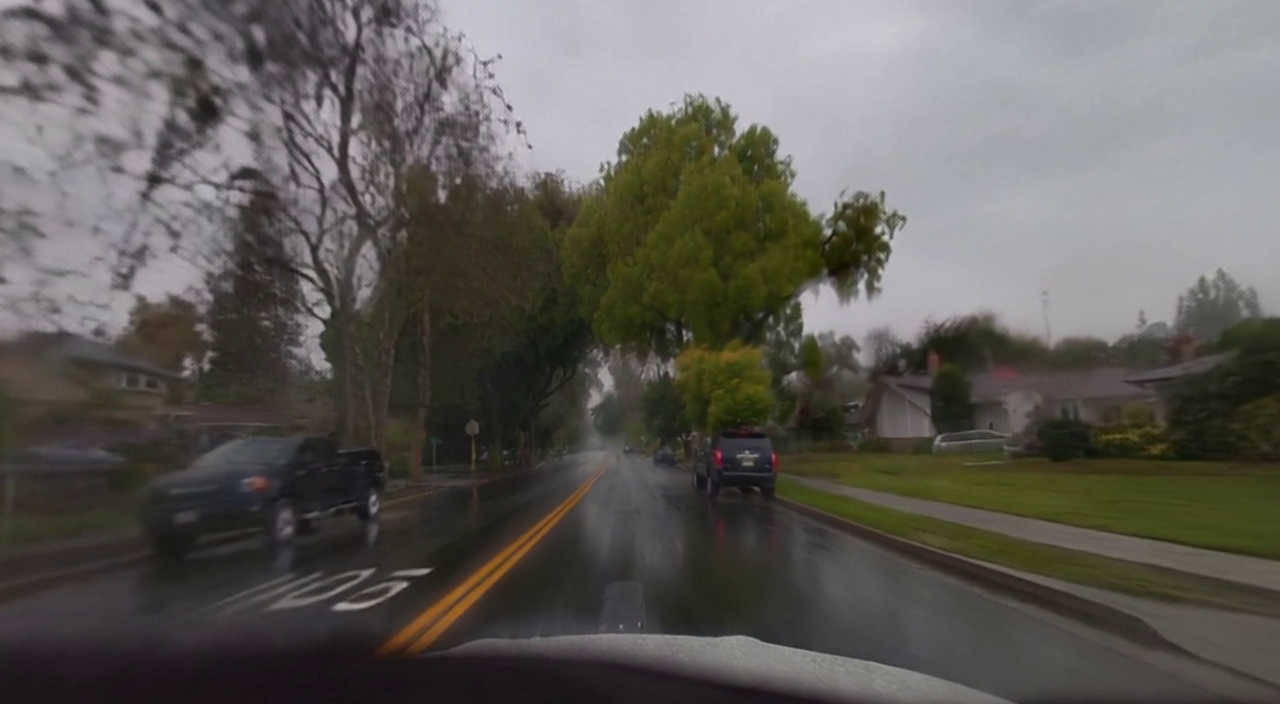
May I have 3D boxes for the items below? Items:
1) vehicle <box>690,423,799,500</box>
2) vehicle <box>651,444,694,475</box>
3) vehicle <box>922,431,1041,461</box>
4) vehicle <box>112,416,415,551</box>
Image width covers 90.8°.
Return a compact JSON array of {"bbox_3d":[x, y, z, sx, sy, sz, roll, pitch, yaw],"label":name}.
[{"bbox_3d":[2.532,2.794,16.511,2.007,1.702,4.430,0,-8,-1],"label":"vehicle"},{"bbox_3d":[1.756,6.041,35.728,1.988,1.618,4.567,0,-8,-3],"label":"vehicle"},{"bbox_3d":[16.243,4.482,30.213,4.560,1.350,1.882,-1,-8,3],"label":"vehicle"},{"bbox_3d":[-6.123,2.245,11.442,2.102,1.801,5.574,-1,-9,-1],"label":"vehicle"}]
